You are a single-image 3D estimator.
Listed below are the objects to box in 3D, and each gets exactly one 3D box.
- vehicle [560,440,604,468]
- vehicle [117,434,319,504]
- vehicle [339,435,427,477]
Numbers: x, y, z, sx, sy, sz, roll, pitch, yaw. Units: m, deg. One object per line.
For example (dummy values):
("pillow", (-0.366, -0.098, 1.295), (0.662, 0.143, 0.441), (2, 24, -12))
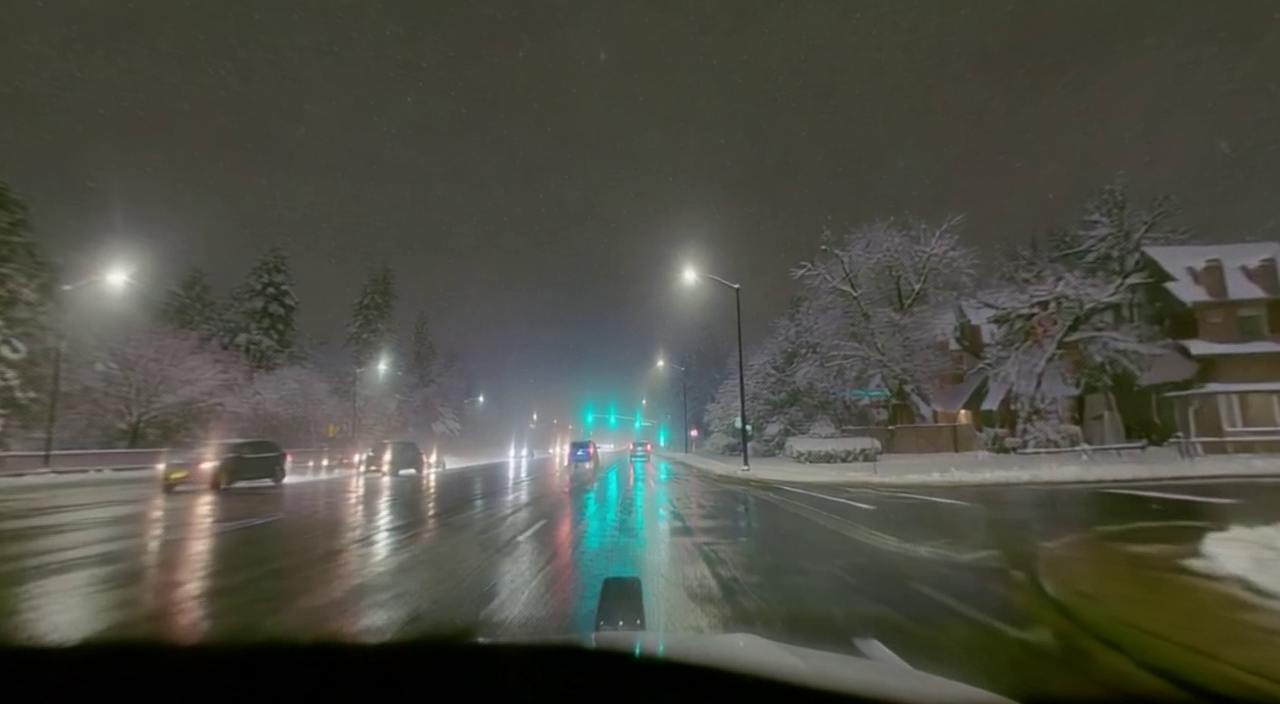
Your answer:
("vehicle", (-3.617, 6.451, 40.133), (2.198, 1.663, 4.519), (0, -8, 2))
("vehicle", (-10.610, 2.953, 16.421), (2.009, 1.541, 4.753), (0, -8, -1))
("vehicle", (-11.126, 4.532, 27.600), (2.014, 1.674, 4.337), (0, -8, 0))
